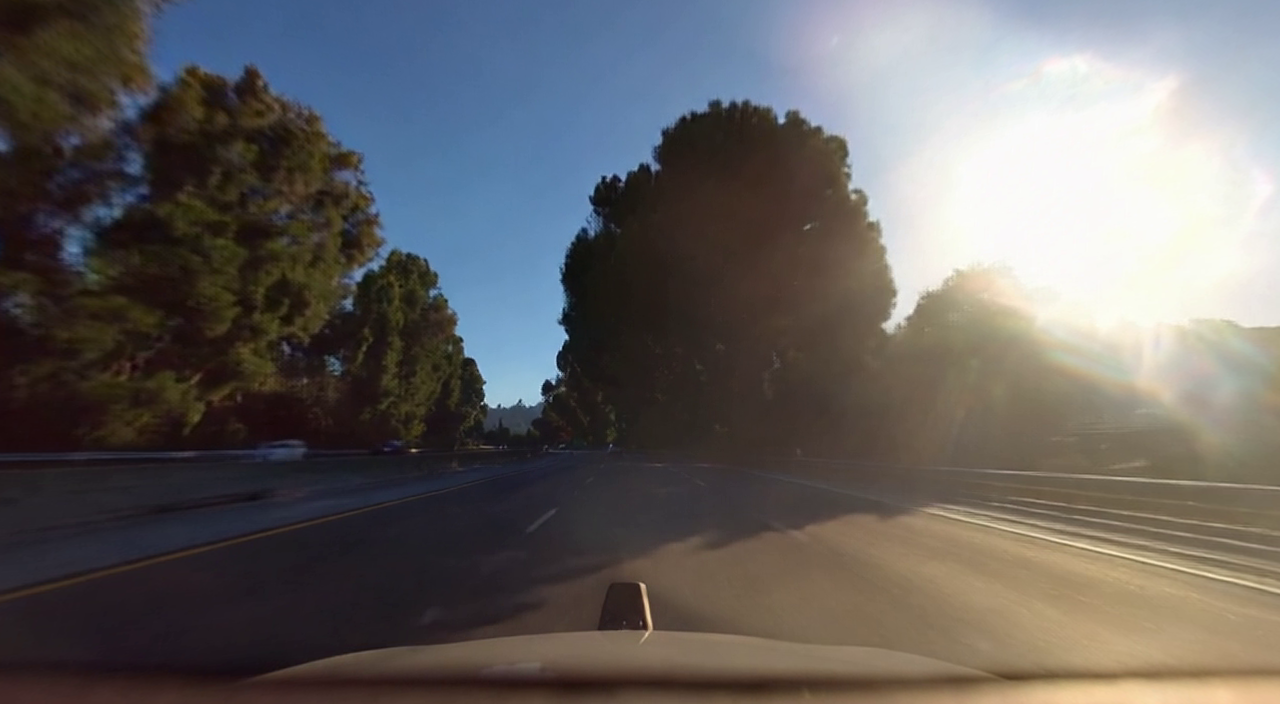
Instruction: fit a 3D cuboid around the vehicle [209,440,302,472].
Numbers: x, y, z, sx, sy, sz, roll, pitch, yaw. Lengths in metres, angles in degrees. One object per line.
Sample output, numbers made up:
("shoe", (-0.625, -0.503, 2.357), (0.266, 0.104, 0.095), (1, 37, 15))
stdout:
("vehicle", (-19.058, 5.172, 31.470), (2.242, 1.458, 3.842), (0, -9, -1))
